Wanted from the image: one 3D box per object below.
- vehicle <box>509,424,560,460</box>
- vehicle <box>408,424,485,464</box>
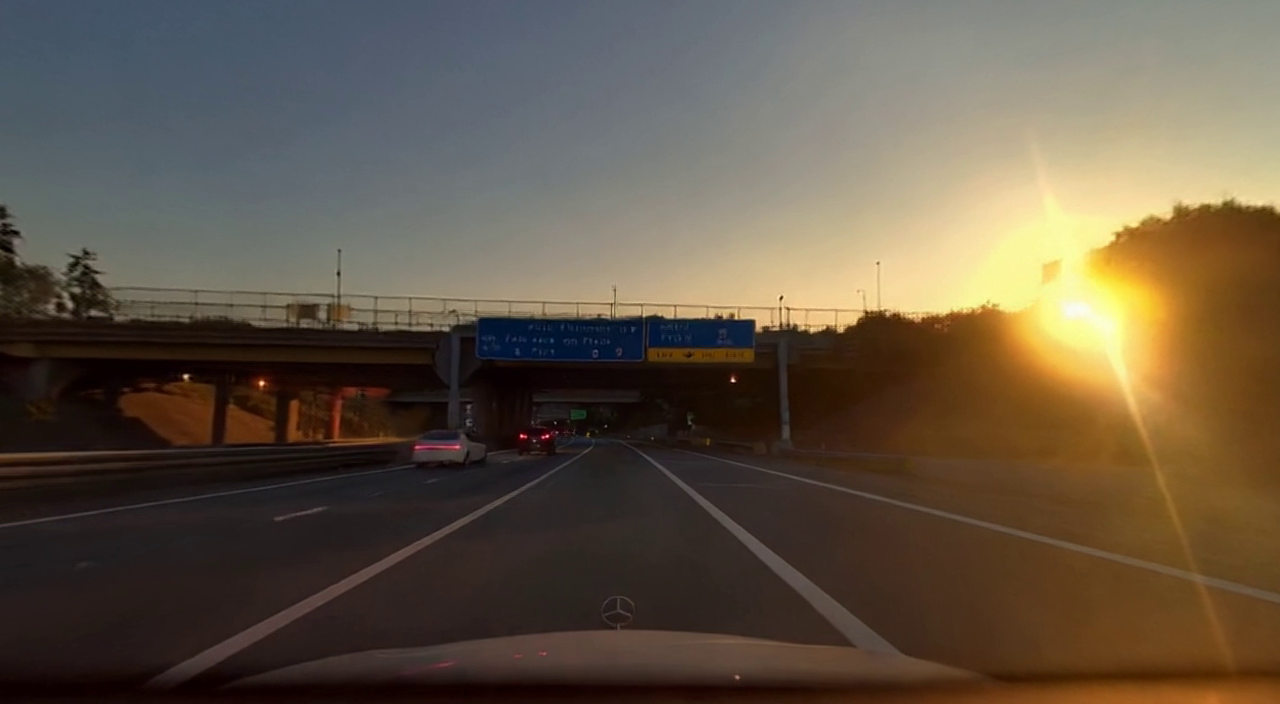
[{"bbox_3d":[-5.374,4.612,32.521,2.007,1.727,4.040,0,-8,-1],"label":"vehicle"},{"bbox_3d":[-8.725,4.209,28.813,2.148,1.635,4.670,1,-8,-1],"label":"vehicle"}]
